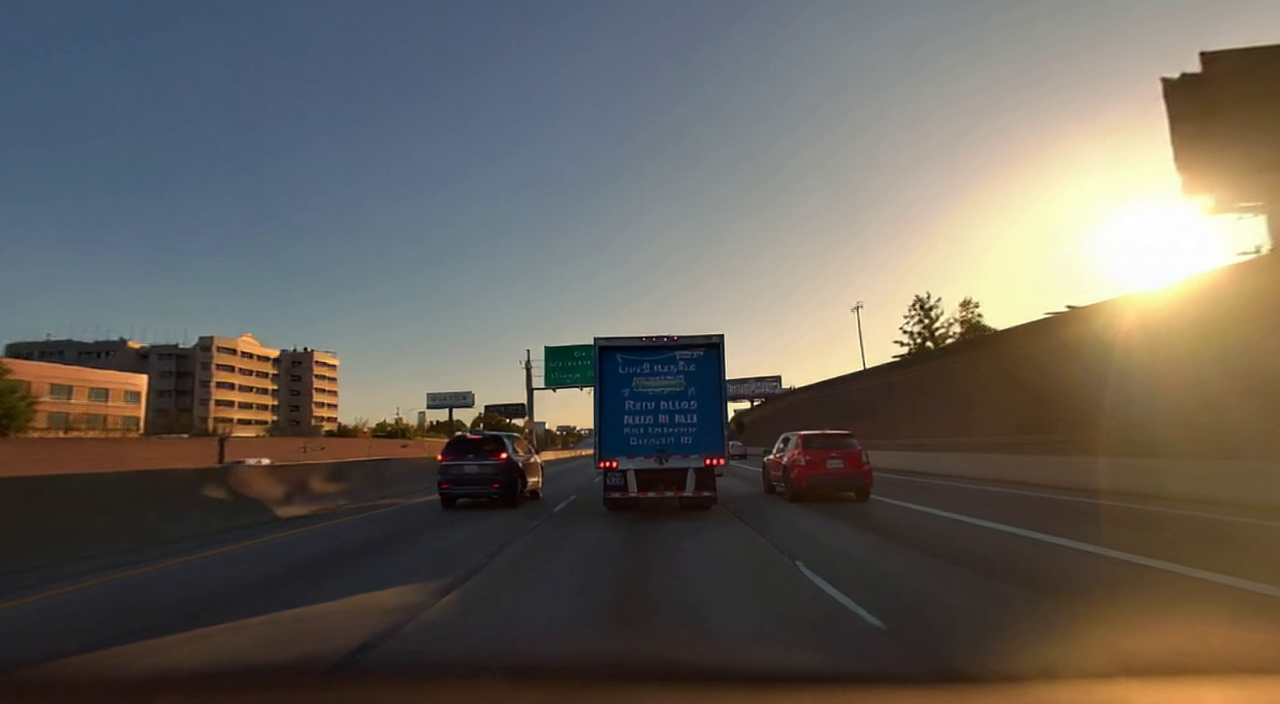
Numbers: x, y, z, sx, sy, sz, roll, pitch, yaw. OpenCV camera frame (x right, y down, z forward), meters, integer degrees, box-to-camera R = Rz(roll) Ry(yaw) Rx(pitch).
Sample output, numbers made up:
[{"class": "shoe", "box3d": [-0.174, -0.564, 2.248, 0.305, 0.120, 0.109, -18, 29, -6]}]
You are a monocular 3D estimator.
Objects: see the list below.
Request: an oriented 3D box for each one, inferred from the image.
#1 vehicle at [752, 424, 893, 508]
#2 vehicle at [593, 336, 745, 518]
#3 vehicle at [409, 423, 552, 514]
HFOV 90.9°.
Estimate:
[{"class": "vehicle", "box3d": [4.136, 2.649, 15.141, 2.066, 1.692, 4.339, 0, -8, 0]}, {"class": "vehicle", "box3d": [0.593, 1.955, 15.813, 2.733, 3.296, 8.571, 0, -8, 1]}, {"class": "vehicle", "box3d": [-3.443, 2.604, 14.662, 2.030, 1.757, 4.509, -1, -8, 2]}]
